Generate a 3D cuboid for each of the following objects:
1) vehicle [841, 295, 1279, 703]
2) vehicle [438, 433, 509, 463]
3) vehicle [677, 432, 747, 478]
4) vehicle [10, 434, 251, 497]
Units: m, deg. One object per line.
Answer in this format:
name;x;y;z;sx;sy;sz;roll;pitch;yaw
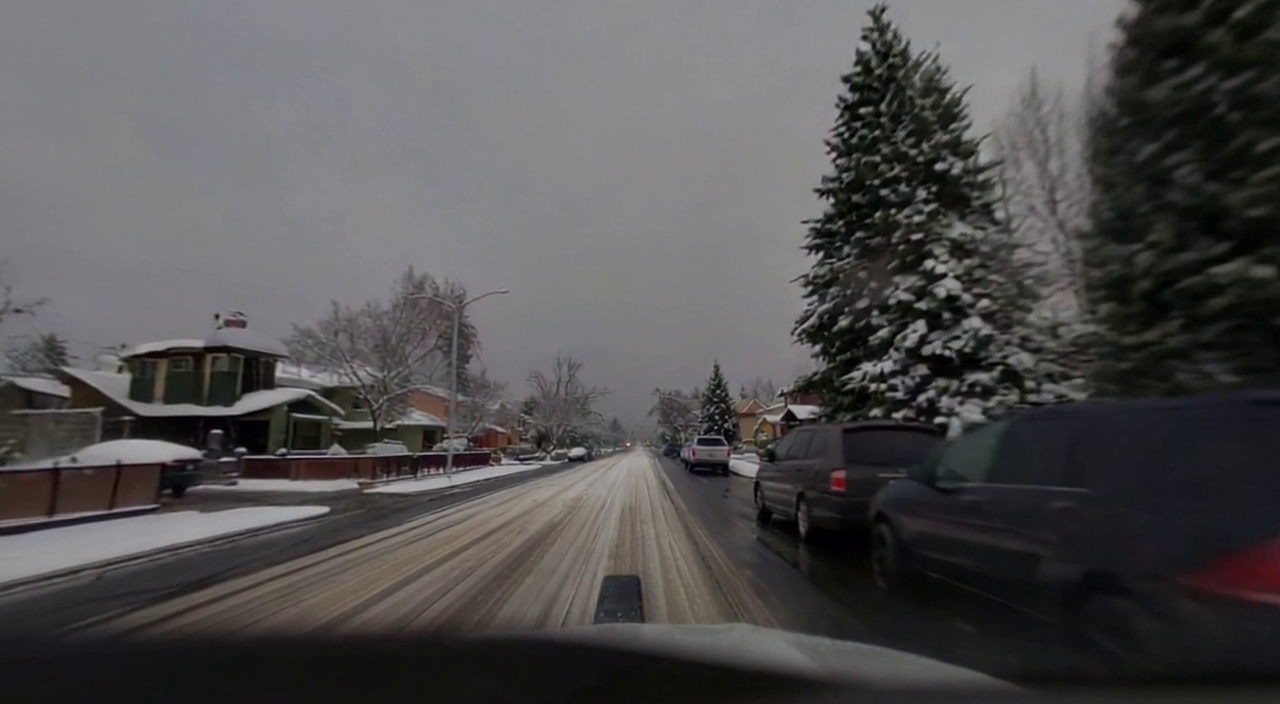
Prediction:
vehicle;3.287;1.081;4.282;2.262;1.870;4.948;0;-8;1
vehicle;-13.168;7.603;49.917;4.837;1.897;2.228;4;-8;4
vehicle;3.708;5.533;34.098;2.952;2.216;7.033;0;-8;0
vehicle;-13.538;3.030;16.966;4.700;1.549;2.000;0;-8;0
